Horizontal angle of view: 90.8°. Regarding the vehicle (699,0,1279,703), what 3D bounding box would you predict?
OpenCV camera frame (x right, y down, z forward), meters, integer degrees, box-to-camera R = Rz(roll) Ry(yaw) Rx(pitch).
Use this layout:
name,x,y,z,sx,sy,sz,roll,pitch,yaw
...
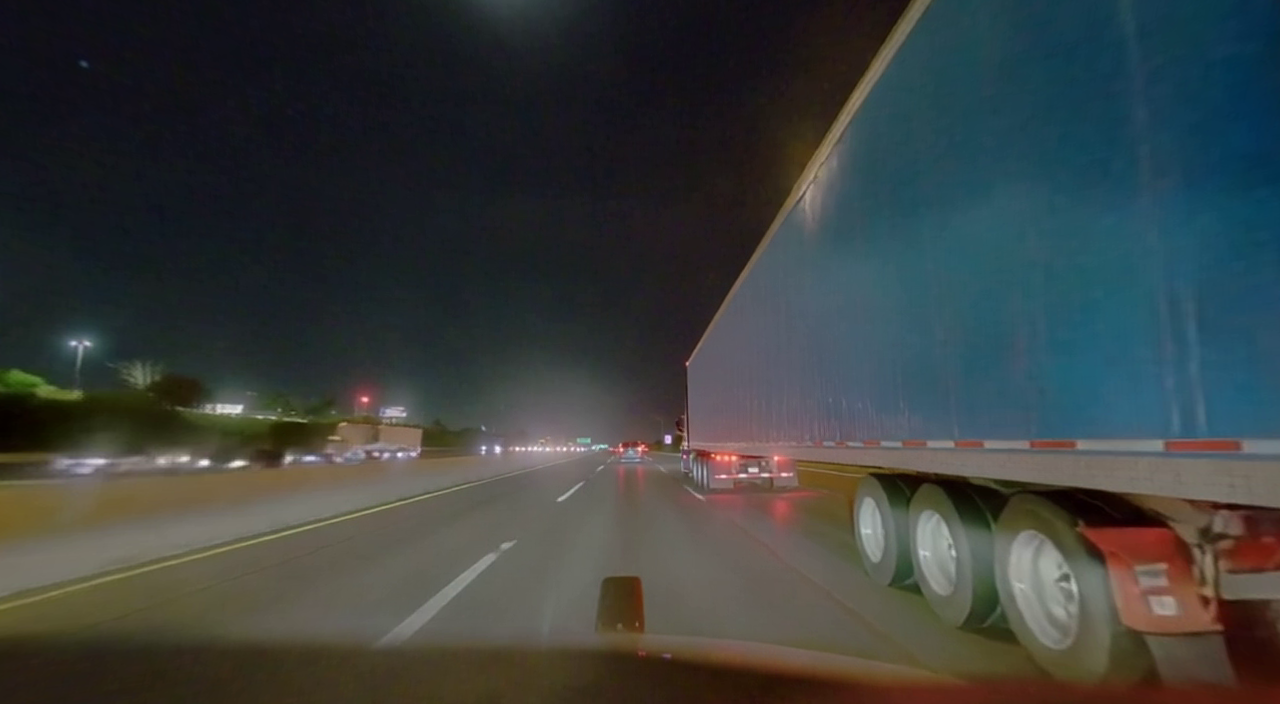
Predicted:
name,x,y,z,sx,sy,sz,roll,pitch,yaw
vehicle,3.315,0.591,9.369,2.996,4.123,15.965,0,-9,-1

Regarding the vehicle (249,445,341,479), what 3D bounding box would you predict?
name,x,y,z,sx,sy,sz,roll,pitch,yaw
vehicle,-16.668,5.311,30.828,2.134,1.489,4.523,0,-9,-3

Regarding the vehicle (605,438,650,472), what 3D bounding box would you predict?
name,x,y,z,sx,sy,sz,roll,pitch,yaw
vehicle,-0.663,5.420,33.409,2.191,1.685,4.015,0,-9,-1
